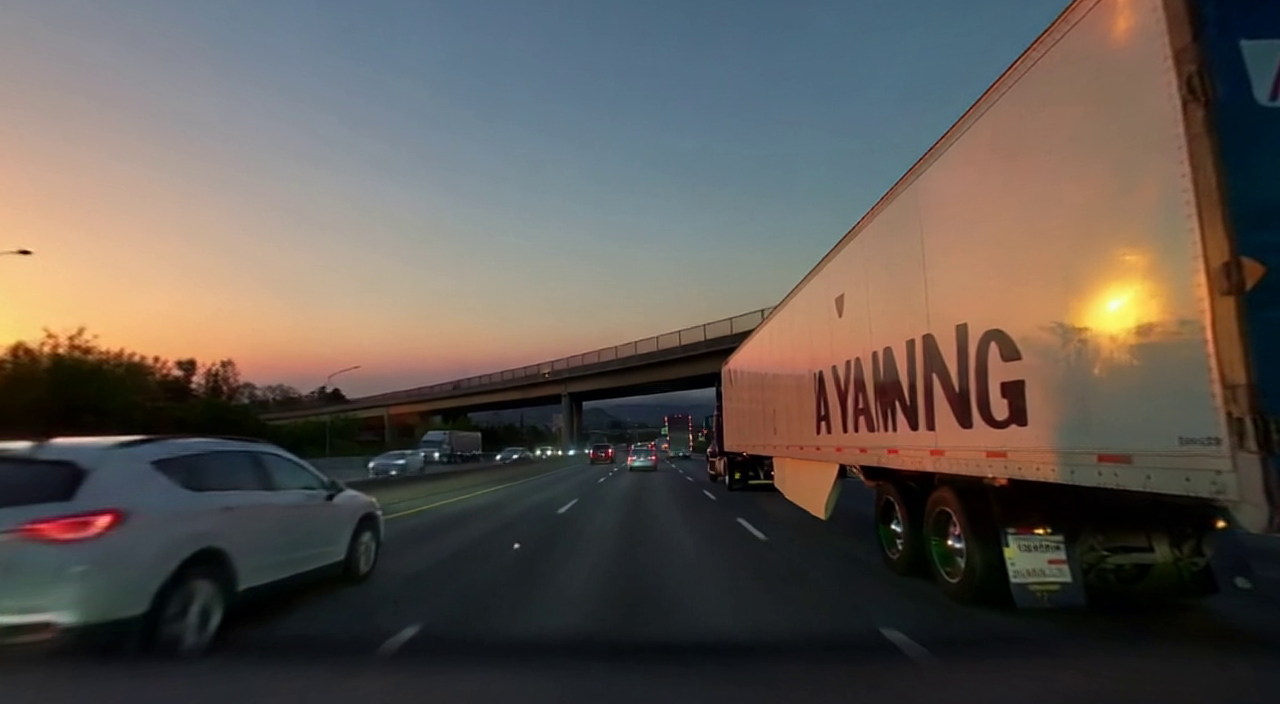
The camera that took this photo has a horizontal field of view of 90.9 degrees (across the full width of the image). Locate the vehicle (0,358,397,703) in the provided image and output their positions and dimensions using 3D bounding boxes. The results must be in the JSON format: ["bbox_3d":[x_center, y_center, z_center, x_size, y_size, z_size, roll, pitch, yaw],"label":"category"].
[{"bbox_3d":[-3.787,1.165,4.469,2.091,1.722,4.974,0,-9,1],"label":"vehicle"}]

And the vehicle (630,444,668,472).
[{"bbox_3d":[0.463,5.980,35.832,2.063,1.469,4.208,0,-9,0],"label":"vehicle"}]

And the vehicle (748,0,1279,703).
[{"bbox_3d":[3.894,0.435,8.175,2.821,4.077,12.562,0,-9,0],"label":"vehicle"}]

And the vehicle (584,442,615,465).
[{"bbox_3d":[-3.091,7.908,49.247,2.058,1.711,4.226,0,-9,1],"label":"vehicle"}]
